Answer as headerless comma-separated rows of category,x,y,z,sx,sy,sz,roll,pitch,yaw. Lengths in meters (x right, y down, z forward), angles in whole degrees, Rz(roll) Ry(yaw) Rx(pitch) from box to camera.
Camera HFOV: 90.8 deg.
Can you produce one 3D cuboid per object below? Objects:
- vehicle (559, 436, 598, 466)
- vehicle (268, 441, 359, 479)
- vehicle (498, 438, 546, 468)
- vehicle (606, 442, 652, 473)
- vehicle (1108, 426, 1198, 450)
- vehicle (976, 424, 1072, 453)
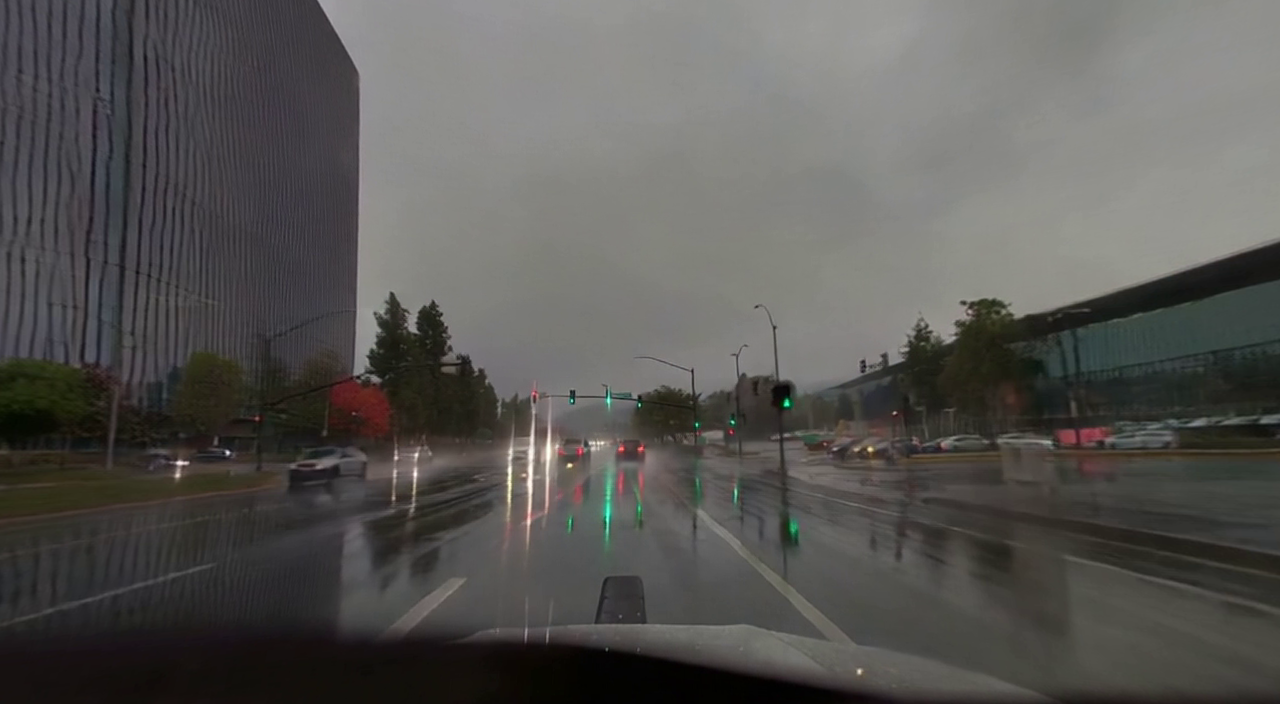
vehicle,-3.847,6.304,40.303,2.001,1.784,4.483,0,-8,0
vehicle,-15.208,5.035,29.720,1.890,1.638,4.462,0,-8,0
vehicle,-6.777,5.860,36.823,1.937,1.659,4.259,0,-8,0
vehicle,-0.554,5.057,30.546,2.050,1.385,4.096,0,-8,-2
vehicle,37.058,6.217,45.755,4.557,1.493,1.919,-5,-6,16
vehicle,28.730,6.500,47.437,5.696,1.795,1.856,-5,-6,14
